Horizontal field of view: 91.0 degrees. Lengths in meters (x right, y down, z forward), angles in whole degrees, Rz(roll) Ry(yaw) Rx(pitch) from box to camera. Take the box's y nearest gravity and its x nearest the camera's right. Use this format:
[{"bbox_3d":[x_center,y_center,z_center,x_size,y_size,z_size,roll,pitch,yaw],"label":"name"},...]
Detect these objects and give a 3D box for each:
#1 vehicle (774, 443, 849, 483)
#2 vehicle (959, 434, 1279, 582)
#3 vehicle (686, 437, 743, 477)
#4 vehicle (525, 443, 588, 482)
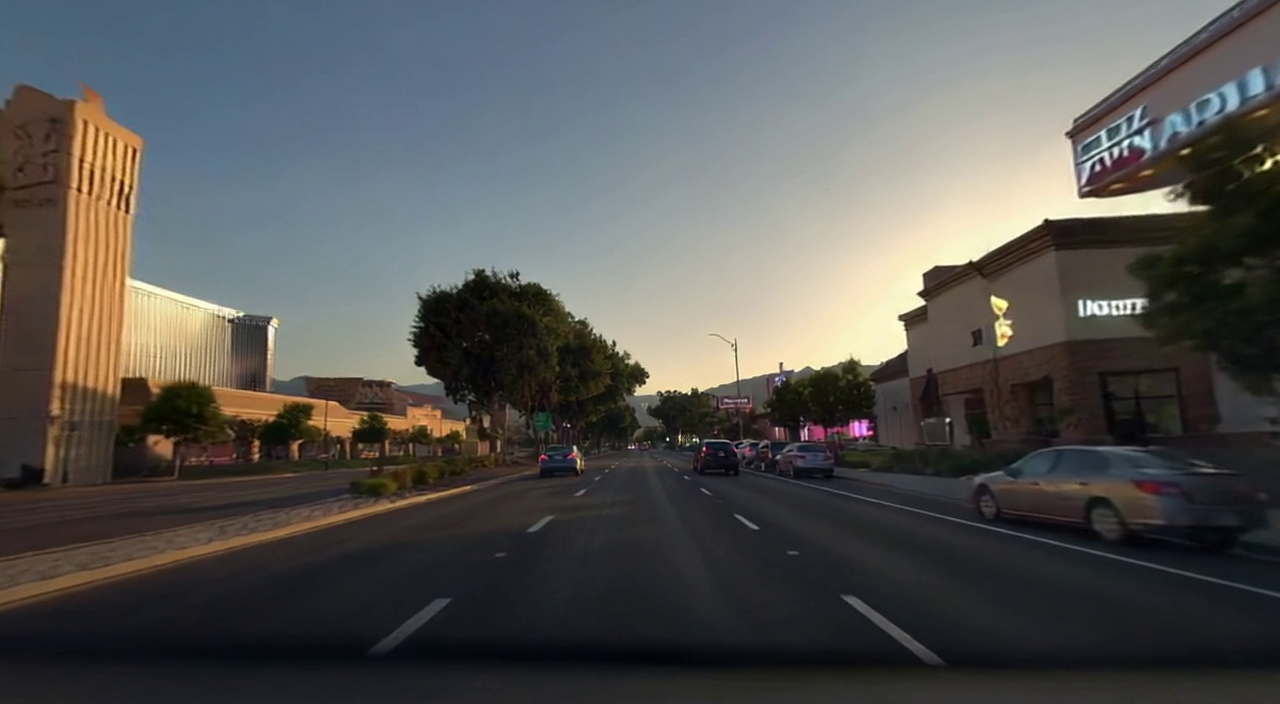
[{"bbox_3d":[6.932,4.513,26.008,1.876,1.478,4.670,0,-8,1],"label":"vehicle"},{"bbox_3d":[6.910,1.945,8.841,2.302,1.480,4.696,0,-8,-1],"label":"vehicle"},{"bbox_3d":[3.477,4.984,30.134,2.083,1.743,4.354,0,-8,-1],"label":"vehicle"},{"bbox_3d":[-3.344,4.490,25.949,2.005,1.477,4.169,0,-8,1],"label":"vehicle"}]
